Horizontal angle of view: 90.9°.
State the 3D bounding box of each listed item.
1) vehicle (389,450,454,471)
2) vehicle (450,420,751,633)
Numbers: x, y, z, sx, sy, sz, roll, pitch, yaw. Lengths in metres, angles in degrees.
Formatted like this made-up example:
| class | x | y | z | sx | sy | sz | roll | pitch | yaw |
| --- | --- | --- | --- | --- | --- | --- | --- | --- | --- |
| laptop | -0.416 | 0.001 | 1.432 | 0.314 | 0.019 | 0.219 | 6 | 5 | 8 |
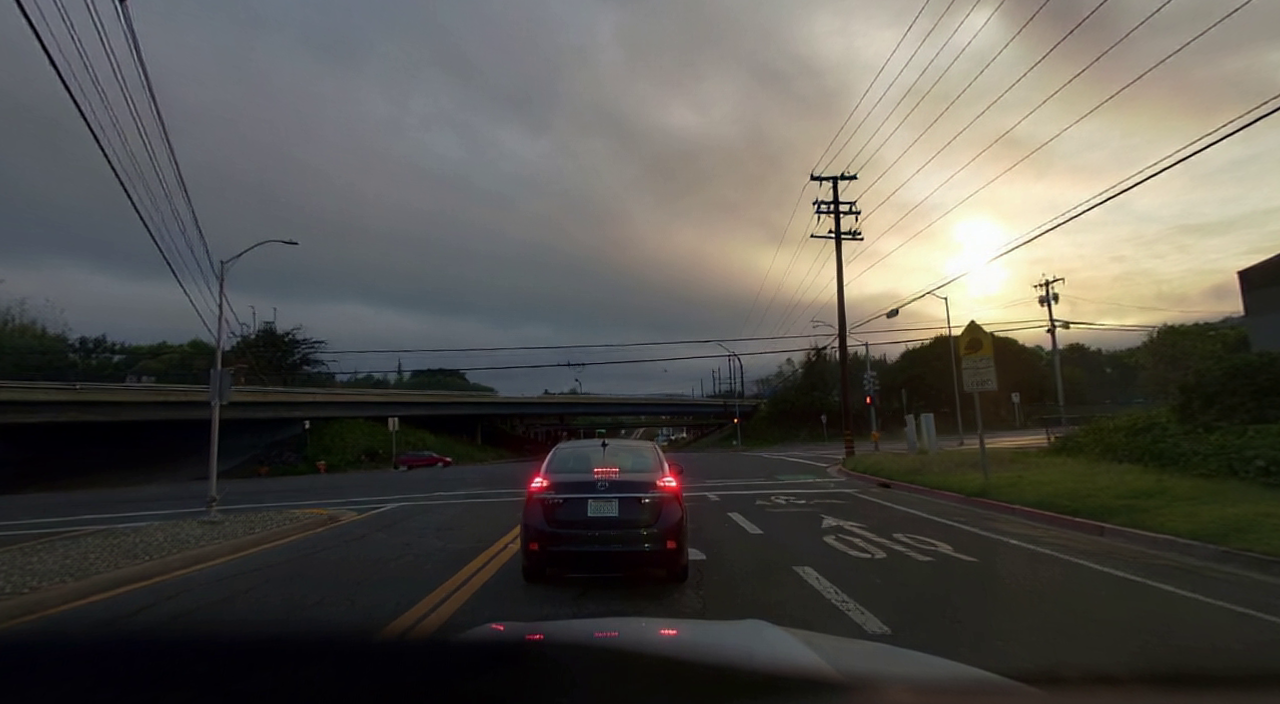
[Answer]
| class | x | y | z | sx | sy | sz | roll | pitch | yaw |
| --- | --- | --- | --- | --- | --- | --- | --- | --- | --- |
| vehicle | -17.199 | 8.503 | 49.773 | 1.808 | 1.539 | 4.600 | -7 | -11 | 38 |
| vehicle | -0.242 | 1.525 | 6.470 | 2.090 | 1.458 | 4.033 | -1 | -9 | 1 |
